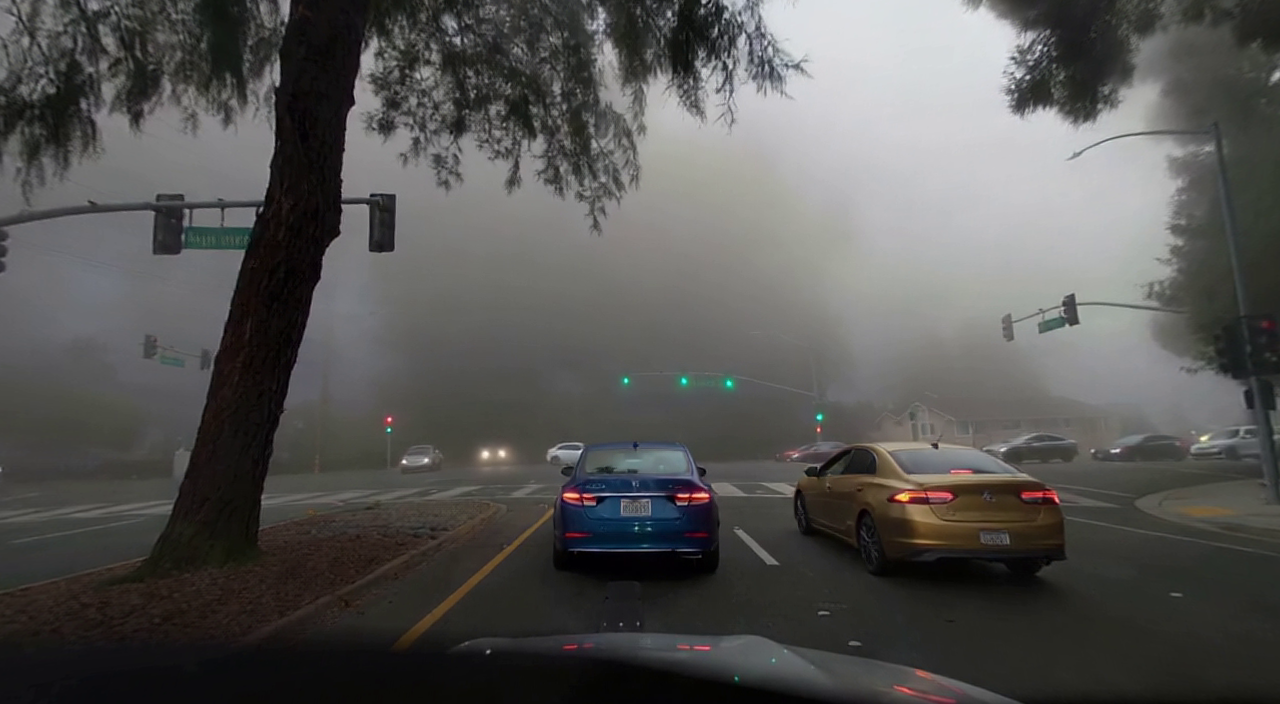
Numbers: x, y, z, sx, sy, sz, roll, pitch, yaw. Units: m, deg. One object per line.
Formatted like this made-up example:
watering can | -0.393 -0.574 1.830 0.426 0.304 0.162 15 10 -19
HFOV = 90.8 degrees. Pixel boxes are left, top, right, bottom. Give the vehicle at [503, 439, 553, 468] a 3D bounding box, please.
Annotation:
vehicle | -7.439 6.797 42.453 2.383 1.779 4.973 0 -8 1

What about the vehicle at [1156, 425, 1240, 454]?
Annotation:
vehicle | 41.733 6.583 47.343 4.388 2.079 1.960 0 -8 -2

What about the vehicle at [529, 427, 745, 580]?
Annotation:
vehicle | -0.050 1.784 8.254 2.103 1.478 4.073 0 -8 -1

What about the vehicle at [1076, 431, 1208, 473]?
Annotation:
vehicle | 23.998 4.783 30.311 4.520 1.762 2.005 -2 -8 -1

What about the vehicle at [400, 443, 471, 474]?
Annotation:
vehicle | -11.214 5.853 35.031 2.102 1.531 5.072 0 -8 1

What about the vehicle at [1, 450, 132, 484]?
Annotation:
vehicle | -28.126 5.615 31.072 4.538 1.591 1.949 0 -8 1

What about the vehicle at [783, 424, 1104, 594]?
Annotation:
vehicle | 3.189 1.714 7.772 1.913 1.505 4.097 0 -8 0

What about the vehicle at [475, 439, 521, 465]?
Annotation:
vehicle | -10.916 7.745 49.100 2.376 1.916 4.899 0 -8 1
